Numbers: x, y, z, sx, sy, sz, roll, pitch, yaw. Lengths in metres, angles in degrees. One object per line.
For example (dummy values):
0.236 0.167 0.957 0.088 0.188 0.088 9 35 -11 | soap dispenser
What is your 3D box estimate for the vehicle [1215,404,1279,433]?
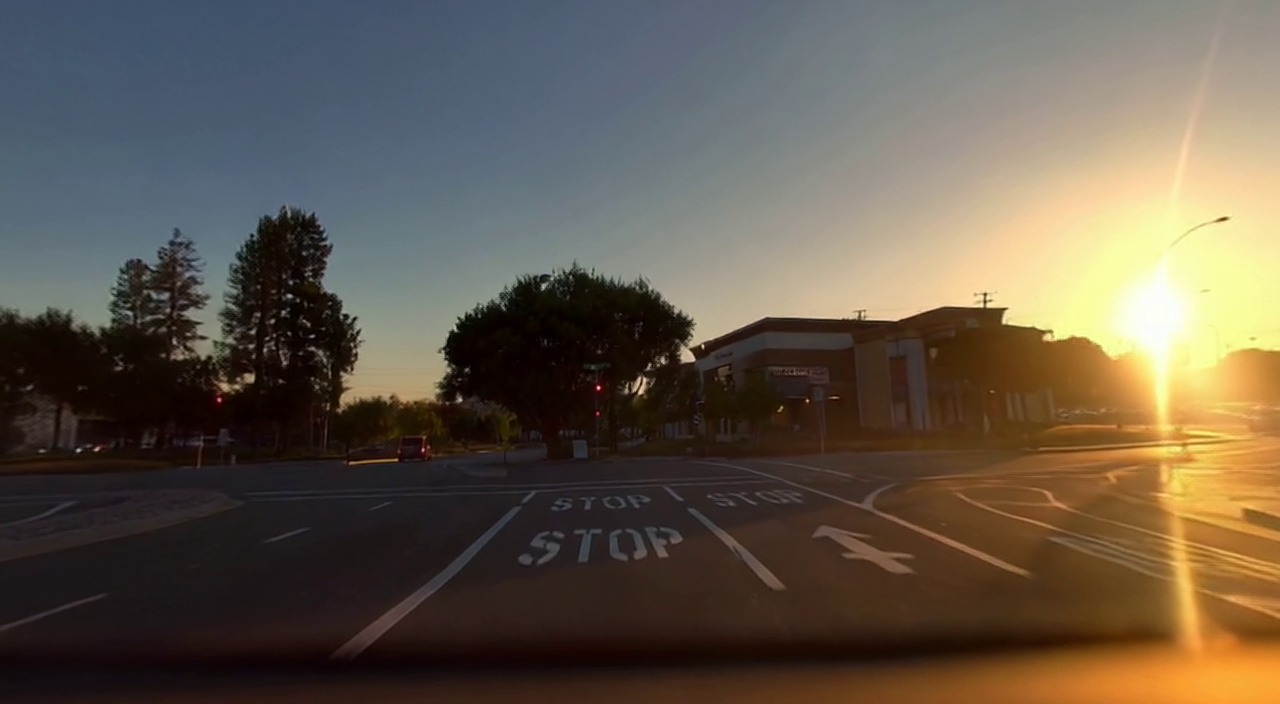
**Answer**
49.501 5.214 49.618 2.285 2.163 5.857 5 -9 -44 | vehicle
